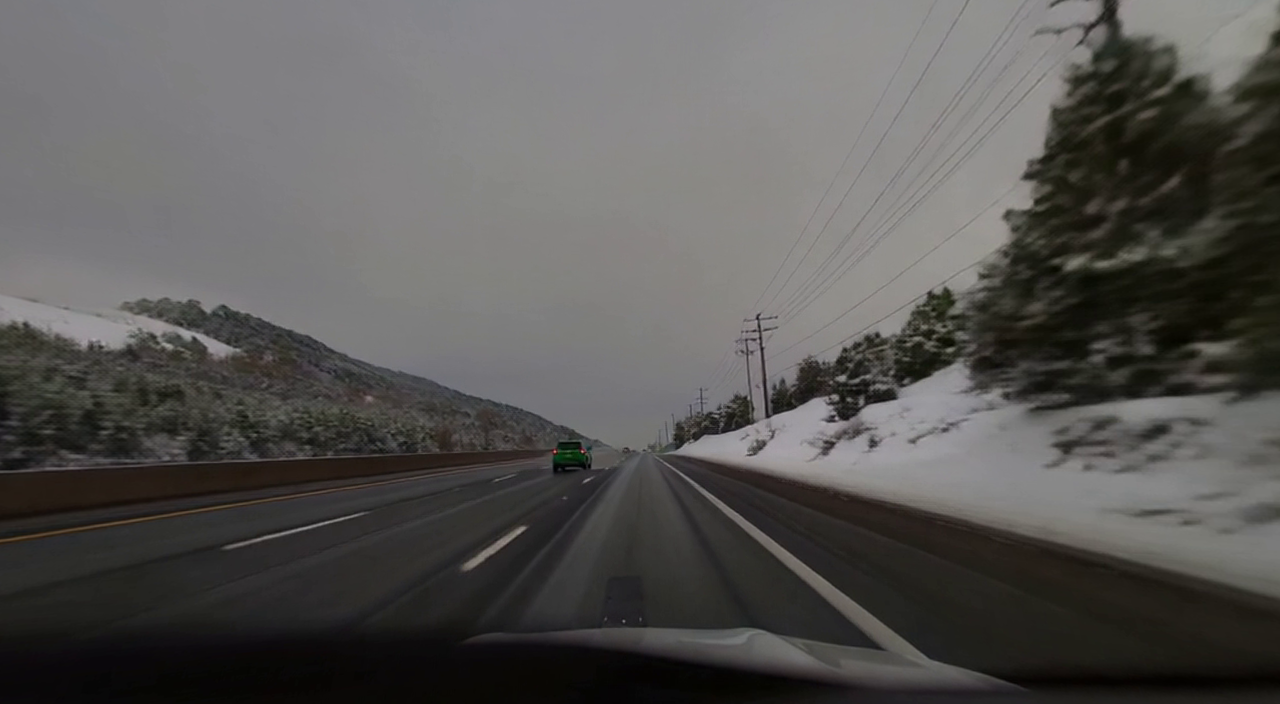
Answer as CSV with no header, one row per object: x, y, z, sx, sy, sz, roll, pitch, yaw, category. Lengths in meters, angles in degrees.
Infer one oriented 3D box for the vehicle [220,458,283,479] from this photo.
-29.867,8.958,48.642,1.848,1.452,4.598,0,-8,0,vehicle

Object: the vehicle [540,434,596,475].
-3.446,5.041,31.188,2.136,1.845,4.515,0,-8,1,vehicle

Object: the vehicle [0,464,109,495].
-34.032,7.344,36.688,1.872,1.500,5.003,0,-8,0,vehicle
